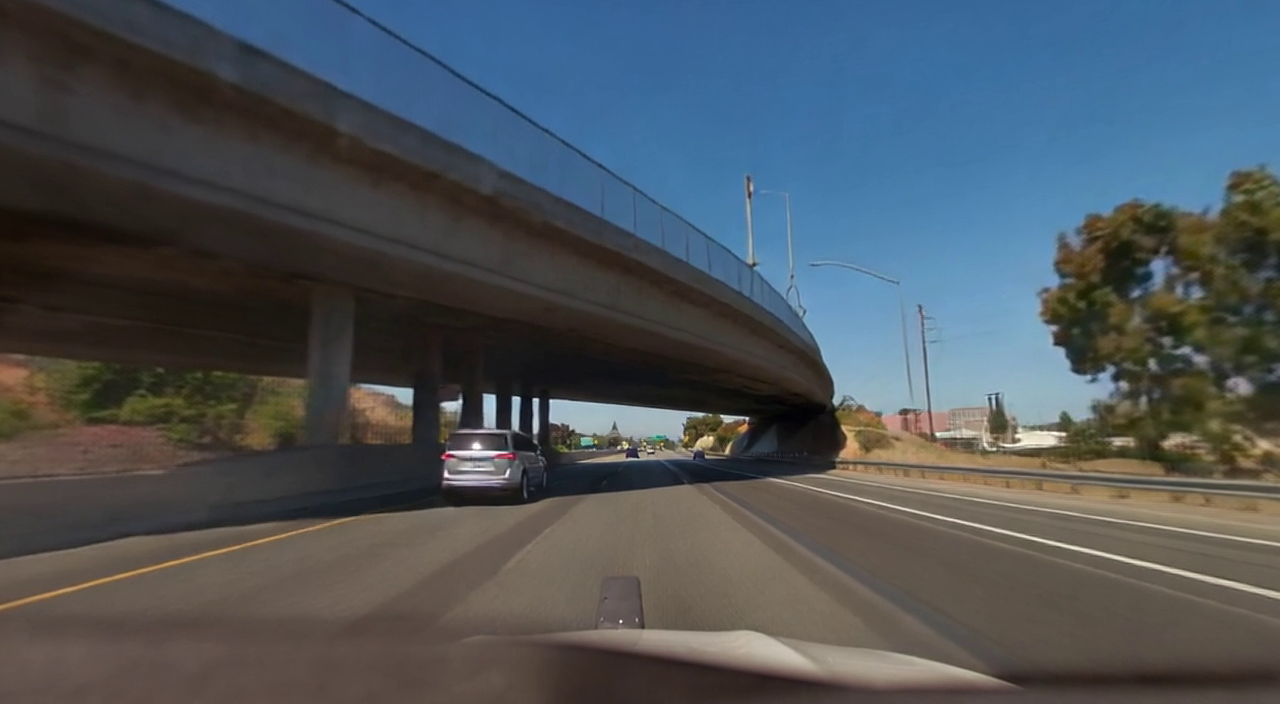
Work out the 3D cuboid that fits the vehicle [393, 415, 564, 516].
[{"bbox_3d":[-3.466,2.622,15.048,2.431,1.928,5.760,0,-9,1],"label":"vehicle"}]
